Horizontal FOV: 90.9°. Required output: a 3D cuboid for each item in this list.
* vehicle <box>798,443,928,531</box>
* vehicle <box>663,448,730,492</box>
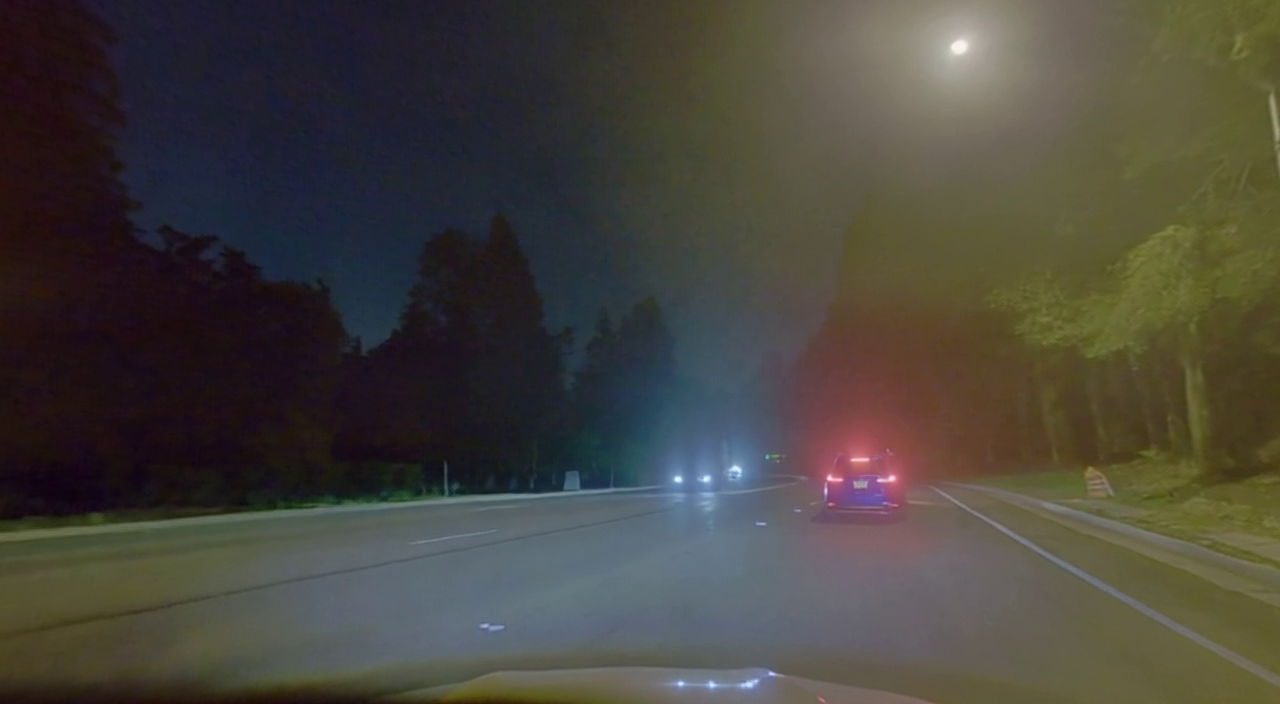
[{"bbox_3d":[4.896,2.726,13.449,2.148,1.521,4.089,-4,-9,25],"label":"vehicle"},{"bbox_3d":[2.942,5.794,31.467,2.150,1.927,5.209,-3,-9,18],"label":"vehicle"}]
